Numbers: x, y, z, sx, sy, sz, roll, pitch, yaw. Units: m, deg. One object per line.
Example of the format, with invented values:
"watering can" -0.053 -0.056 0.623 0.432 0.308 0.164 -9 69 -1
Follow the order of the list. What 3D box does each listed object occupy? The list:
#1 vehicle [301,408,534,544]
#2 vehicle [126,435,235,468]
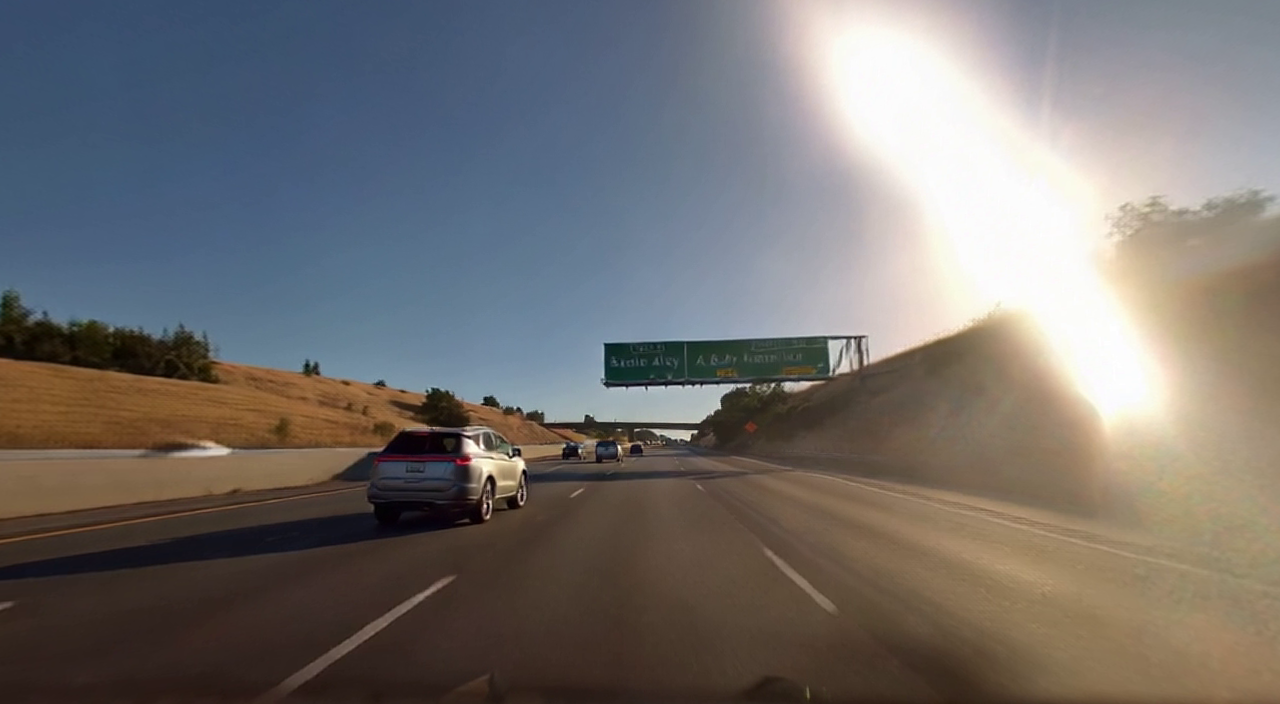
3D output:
"vehicle" -3.492 2.082 11.182 2.218 1.848 4.789 0 -9 2
"vehicle" -24.309 5.307 33.686 1.997 1.589 4.951 0 -9 1
